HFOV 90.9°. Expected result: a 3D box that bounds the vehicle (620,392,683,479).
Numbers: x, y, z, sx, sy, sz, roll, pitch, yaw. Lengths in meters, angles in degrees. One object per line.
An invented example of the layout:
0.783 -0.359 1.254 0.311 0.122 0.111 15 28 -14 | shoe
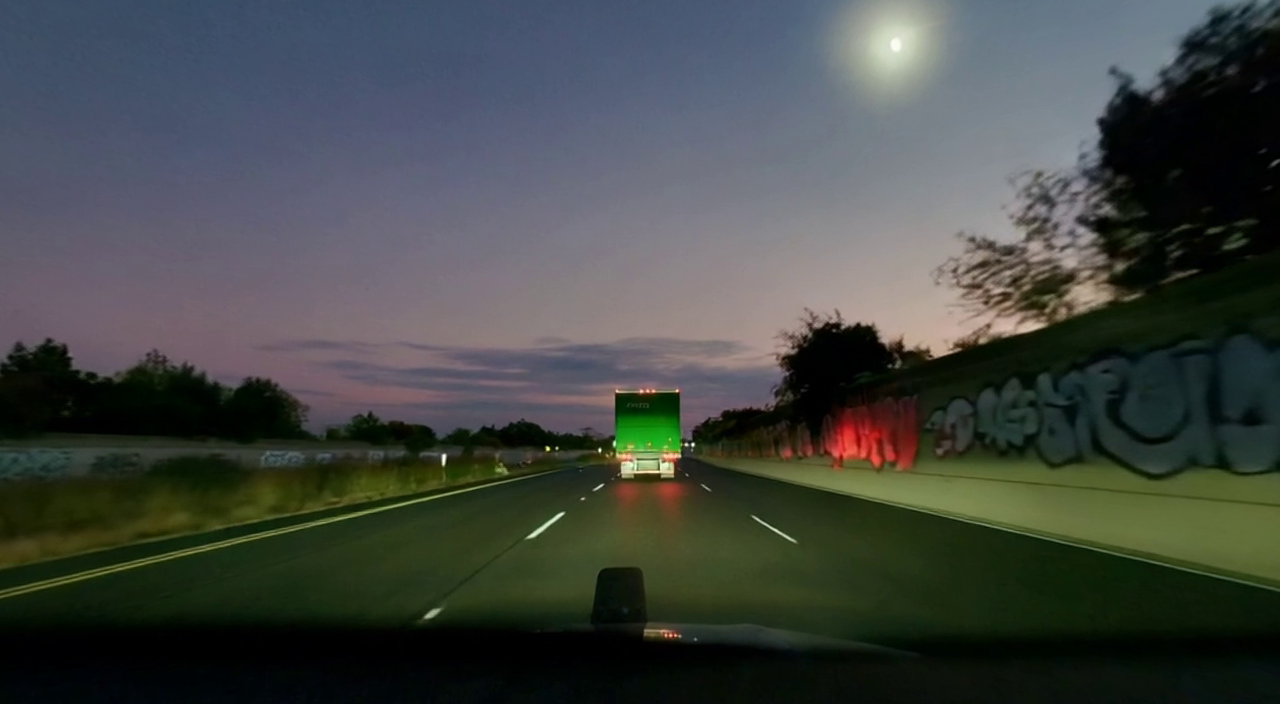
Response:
0.403 4.607 33.888 2.900 3.955 10.151 0 -9 -1 | vehicle
